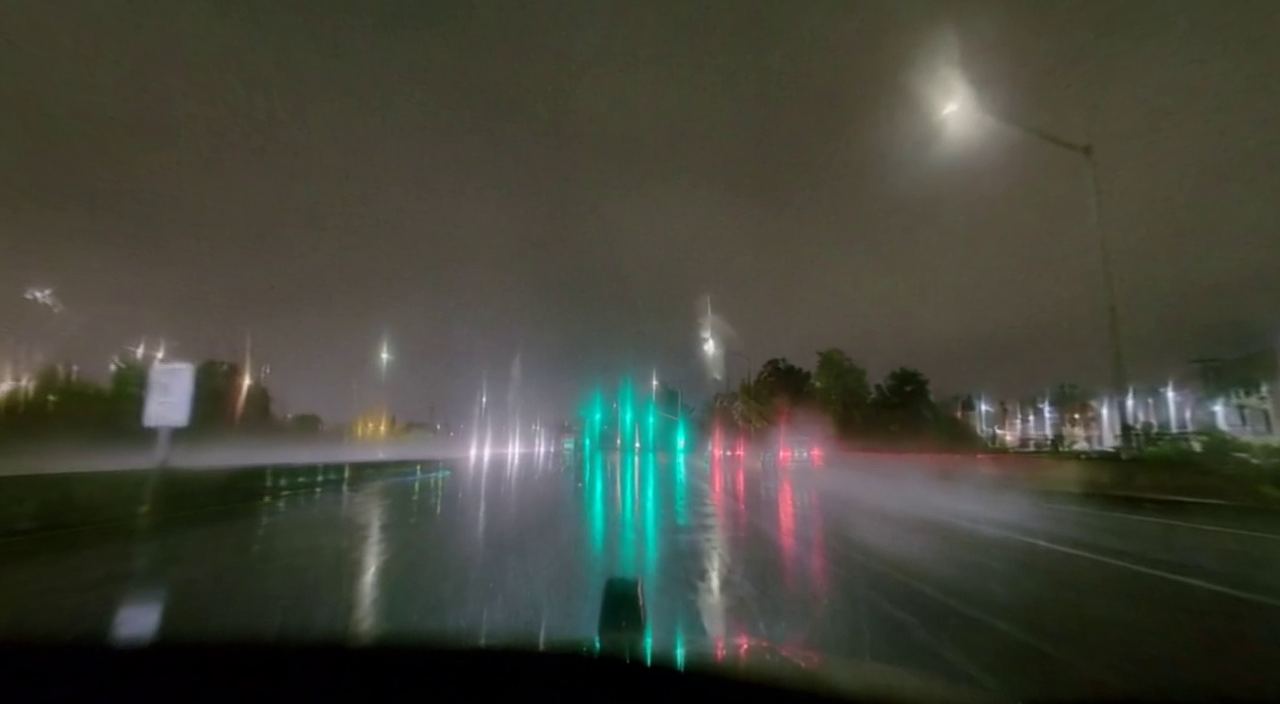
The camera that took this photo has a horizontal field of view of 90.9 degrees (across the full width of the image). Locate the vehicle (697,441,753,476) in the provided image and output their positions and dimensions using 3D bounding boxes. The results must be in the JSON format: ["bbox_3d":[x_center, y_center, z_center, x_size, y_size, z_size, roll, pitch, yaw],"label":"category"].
[{"bbox_3d":[3.814,4.835,28.902,1.926,1.477,4.025,0,-8,-1],"label":"vehicle"}]
